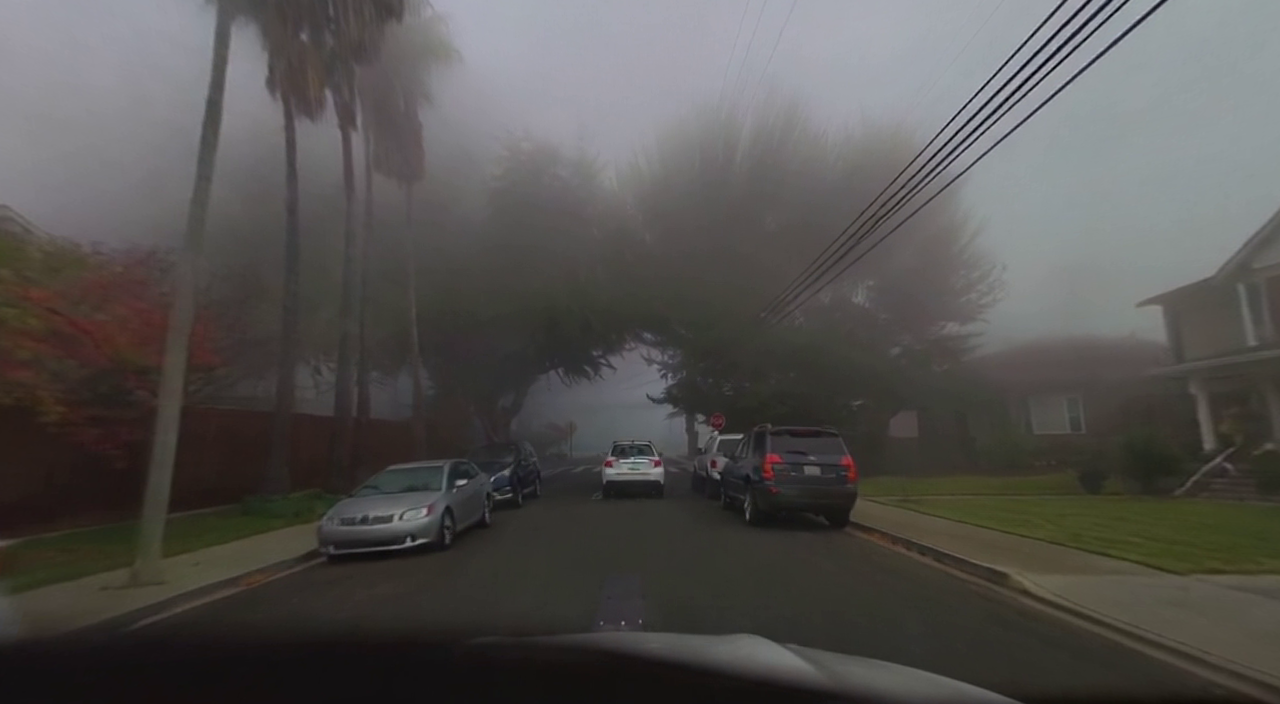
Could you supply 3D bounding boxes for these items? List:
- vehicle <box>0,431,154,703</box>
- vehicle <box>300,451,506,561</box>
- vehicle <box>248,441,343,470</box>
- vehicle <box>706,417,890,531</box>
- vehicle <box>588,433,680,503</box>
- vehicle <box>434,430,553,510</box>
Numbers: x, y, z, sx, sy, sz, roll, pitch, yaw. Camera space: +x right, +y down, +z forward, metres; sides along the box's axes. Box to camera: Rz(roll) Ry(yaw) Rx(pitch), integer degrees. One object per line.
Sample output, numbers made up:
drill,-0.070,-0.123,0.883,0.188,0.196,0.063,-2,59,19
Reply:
vehicle,-3.195,0.789,0.695,1.911,1.449,4.412,0,-8,-3
vehicle,-3.335,2.205,9.700,1.728,1.305,3.805,0,-8,-1
vehicle,-20.494,6.169,37.487,4.557,1.618,1.846,-1,-8,2
vehicle,2.558,2.137,11.607,2.136,1.650,4.837,0,-8,0
vehicle,-0.151,2.842,15.761,2.010,1.499,4.107,0,-8,-1
vehicle,-3.379,2.802,15.380,1.965,1.657,4.104,0,-8,-1
